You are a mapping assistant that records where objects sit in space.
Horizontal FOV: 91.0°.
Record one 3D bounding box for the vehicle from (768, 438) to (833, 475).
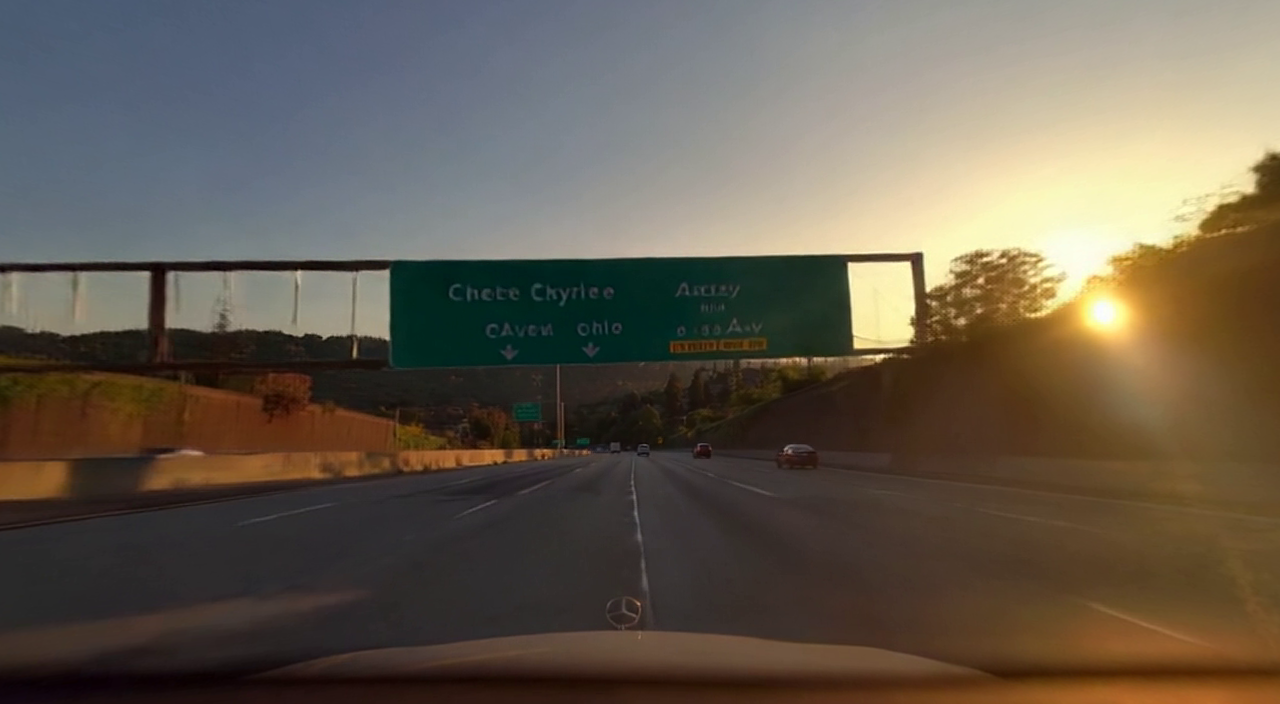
[{"bbox_3d":[8.303,5.442,33.053,2.167,1.781,4.340,0,-9,-1],"label":"vehicle"}]
